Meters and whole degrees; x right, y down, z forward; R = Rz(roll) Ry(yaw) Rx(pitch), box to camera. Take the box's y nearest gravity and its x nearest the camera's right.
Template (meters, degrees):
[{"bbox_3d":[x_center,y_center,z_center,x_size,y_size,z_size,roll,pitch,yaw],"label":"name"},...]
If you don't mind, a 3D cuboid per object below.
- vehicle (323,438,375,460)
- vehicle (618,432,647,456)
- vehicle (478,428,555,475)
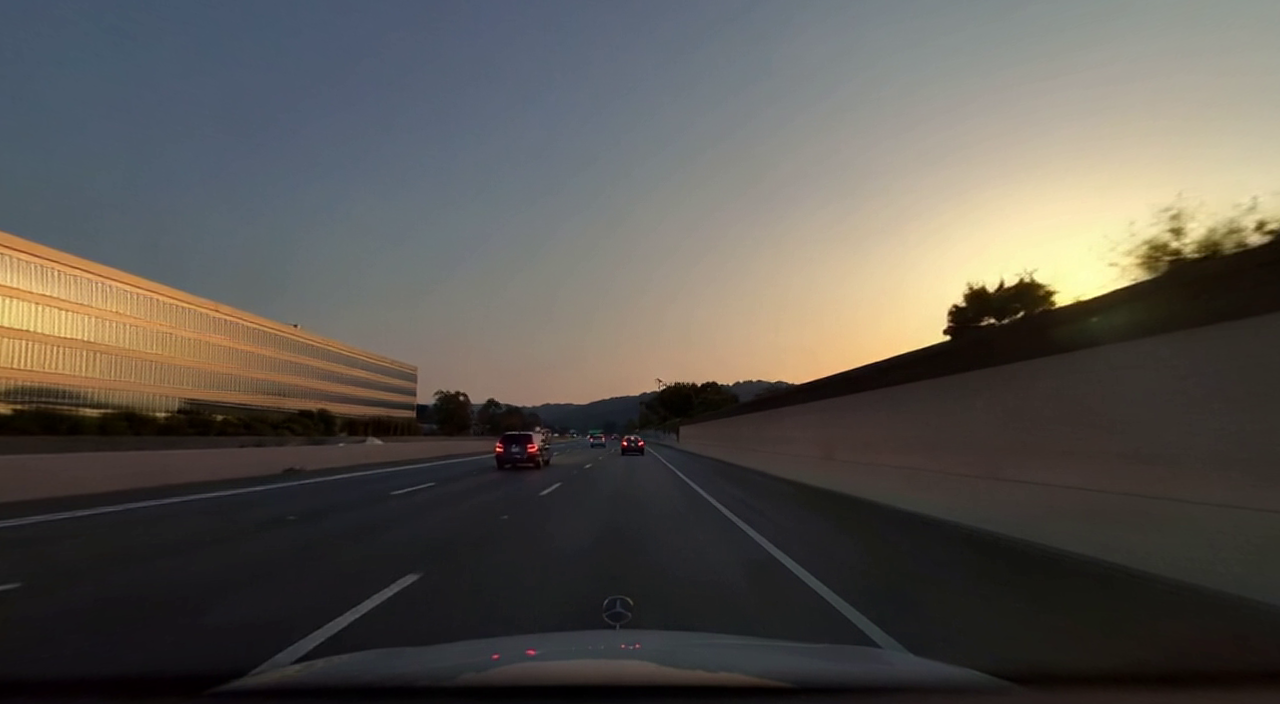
[{"bbox_3d":[-20.692,6.899,44.880,1.796,1.463,3.972,0,-8,0],"label":"vehicle"},{"bbox_3d":[-0.531,6.775,46.406,2.036,1.637,4.009,0,-8,-1],"label":"vehicle"},{"bbox_3d":[-4.531,3.725,23.825,2.036,1.612,4.510,0,-8,0],"label":"vehicle"}]
